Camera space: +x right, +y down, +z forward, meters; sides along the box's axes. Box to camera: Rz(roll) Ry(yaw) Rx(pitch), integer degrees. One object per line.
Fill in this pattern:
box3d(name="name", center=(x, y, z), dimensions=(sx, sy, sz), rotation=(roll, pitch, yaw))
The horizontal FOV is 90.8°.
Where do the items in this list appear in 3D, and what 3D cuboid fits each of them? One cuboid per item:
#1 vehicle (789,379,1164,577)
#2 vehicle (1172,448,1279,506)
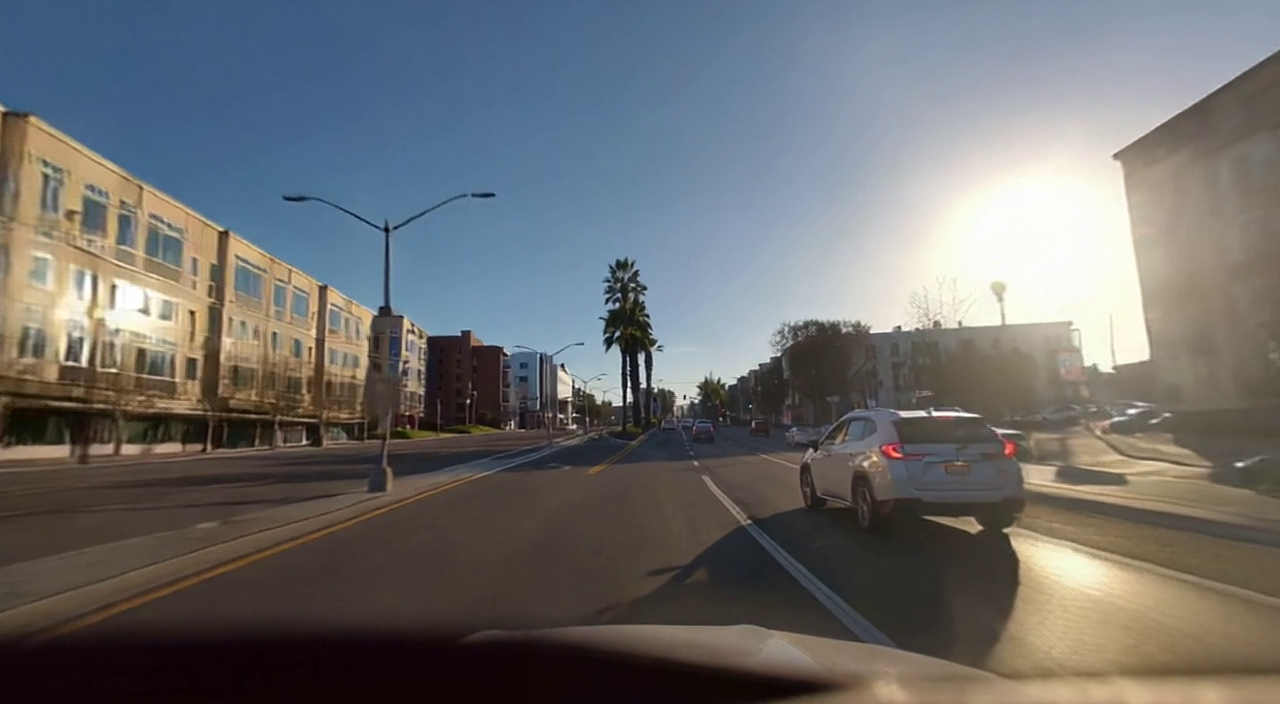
box3d(name="vehicle", center=(3.642, 1.498, 8.195), dimensions=(2.219, 1.795, 4.718), rotation=(0, -9, 0))
box3d(name="vehicle", center=(17.086, 3.285, 16.838), dimensions=(1.869, 1.438, 4.366), rotation=(0, -9, -2))
